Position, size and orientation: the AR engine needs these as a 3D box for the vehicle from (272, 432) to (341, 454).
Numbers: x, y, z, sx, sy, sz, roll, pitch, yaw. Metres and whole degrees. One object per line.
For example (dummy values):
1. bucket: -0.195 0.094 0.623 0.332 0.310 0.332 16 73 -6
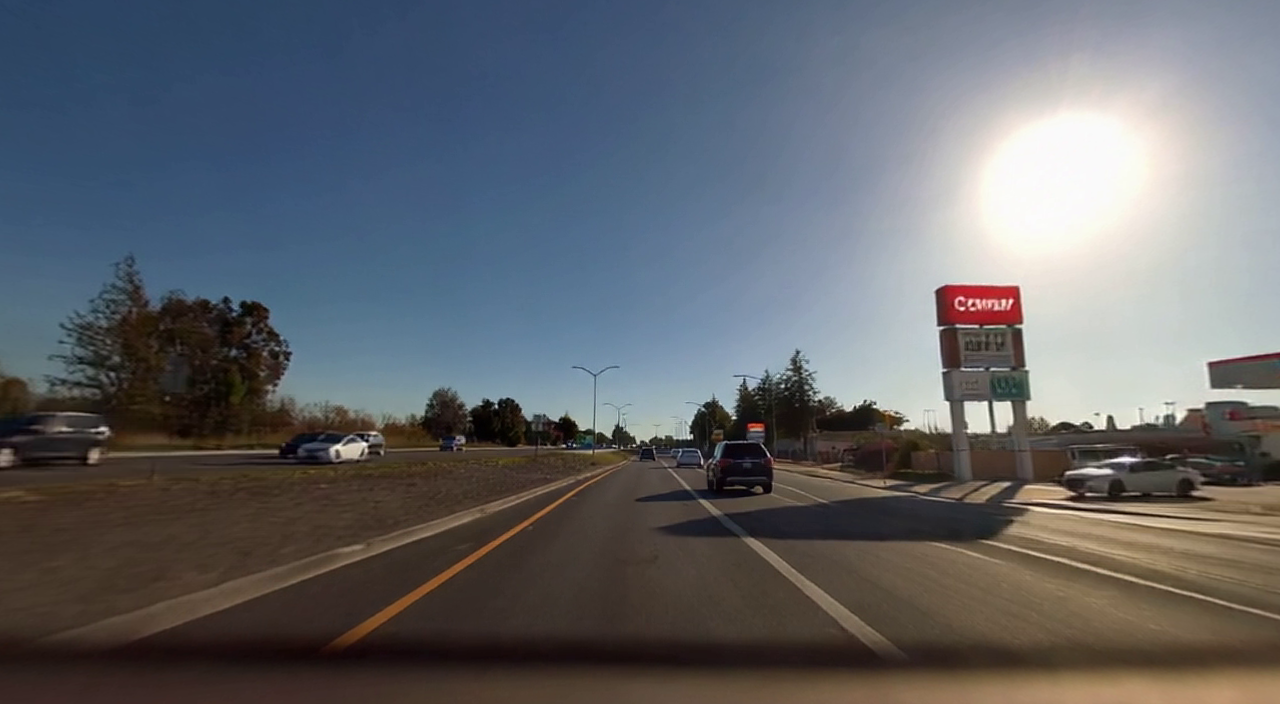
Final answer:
1. vehicle: -22.979 6.314 43.622 2.036 1.459 4.574 -1 -8 4

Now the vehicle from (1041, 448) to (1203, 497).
1. vehicle: 18.017 4.498 23.683 4.587 1.710 1.969 1 -9 -5

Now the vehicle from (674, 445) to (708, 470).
1. vehicle: 3.506 7.349 44.031 2.012 1.612 4.114 0 -8 0

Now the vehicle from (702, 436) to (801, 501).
1. vehicle: 3.314 3.563 19.813 2.184 1.777 4.712 0 -8 -1

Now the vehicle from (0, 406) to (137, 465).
1. vehicle: -20.133 2.825 20.998 2.037 1.761 5.401 0 -8 3

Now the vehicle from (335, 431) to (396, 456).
1. vehicle: -19.123 6.397 44.115 1.941 1.629 4.557 -1 -8 4
